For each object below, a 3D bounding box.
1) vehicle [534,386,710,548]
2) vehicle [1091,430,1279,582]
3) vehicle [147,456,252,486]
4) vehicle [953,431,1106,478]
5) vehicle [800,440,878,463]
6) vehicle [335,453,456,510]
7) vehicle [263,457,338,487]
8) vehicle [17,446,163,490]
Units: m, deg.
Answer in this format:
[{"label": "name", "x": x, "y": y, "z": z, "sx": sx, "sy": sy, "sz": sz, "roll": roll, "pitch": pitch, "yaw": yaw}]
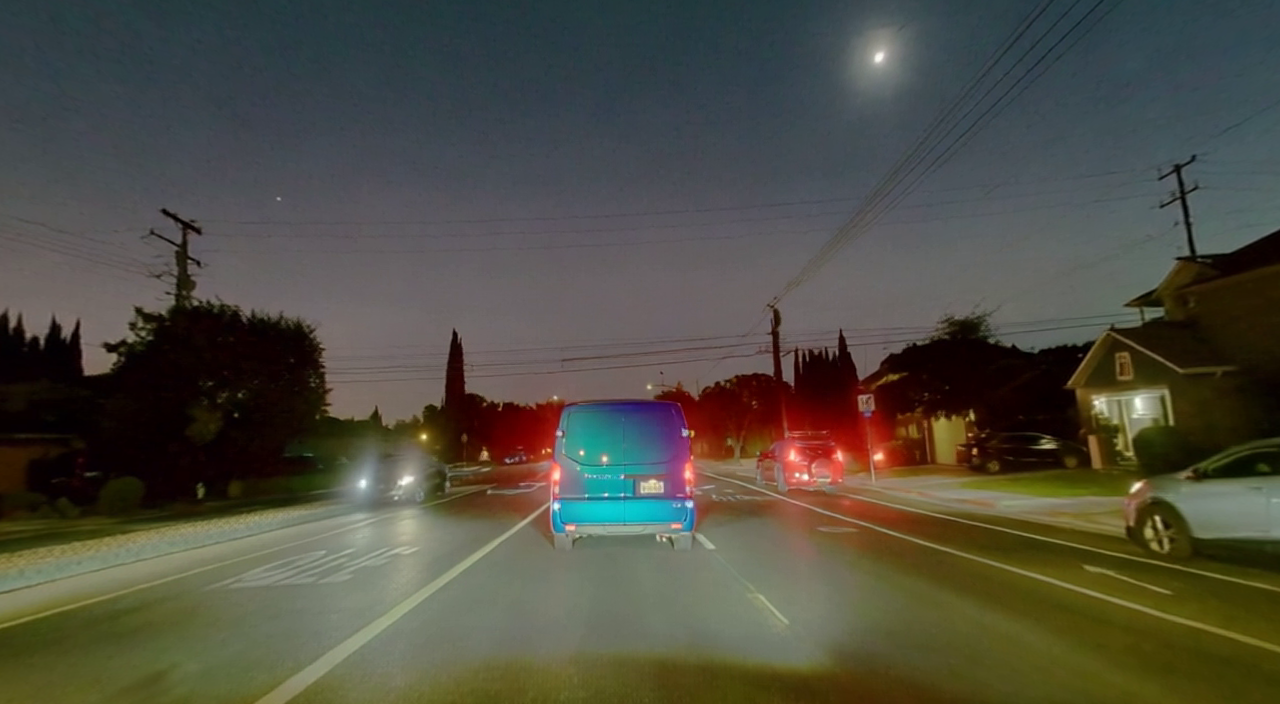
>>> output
[{"label": "vehicle", "x": -0.369, "y": 1.896, "z": 10.965, "sx": 2.342, "sy": 2.142, "sz": 4.809, "roll": 0, "pitch": -9, "yaw": -3}, {"label": "vehicle", "x": 7.328, "y": 1.586, "z": 6.660, "sx": 1.883, "sy": 1.504, "sz": 4.220, "roll": 0, "pitch": -9, "yaw": -2}, {"label": "vehicle", "x": -27.470, "y": 7.396, "z": 39.502, "sx": 4.972, "sy": 1.776, "sz": 2.057, "roll": 0, "pitch": -9, "yaw": -1}, {"label": "vehicle", "x": 13.125, "y": 3.466, "z": 21.472, "sx": 3.916, "sy": 1.517, "sz": 1.887, "roll": 0, "pitch": -9, "yaw": -2}, {"label": "vehicle", "x": 13.086, "y": 6.580, "z": 41.732, "sx": 4.483, "sy": 1.463, "sz": 1.805, "roll": 0, "pitch": -9, "yaw": -1}, {"label": "vehicle", "x": -7.397, "y": 3.930, "z": 19.659, "sx": 1.962, "sy": 1.481, "sz": 4.434, "roll": 0, "pitch": -9, "yaw": 0}, {"label": "vehicle", "x": -18.479, "y": 6.540, "z": 34.567, "sx": 1.816, "sy": 1.445, "sz": 4.120, "roll": 0, "pitch": -9, "yaw": 0}, {"label": "vehicle", "x": -26.946, "y": 5.679, "z": 31.113, "sx": 5.026, "sy": 2.017, "sz": 2.215, "roll": 0, "pitch": -9, "yaw": -1}]
